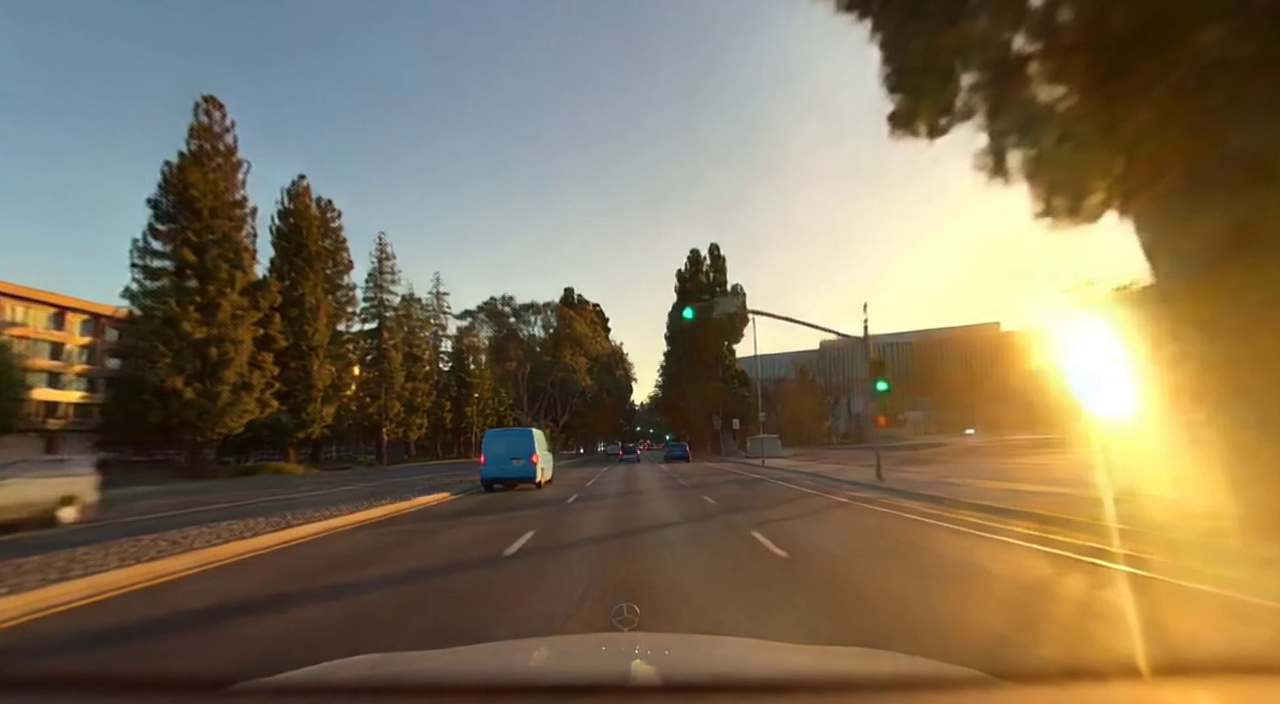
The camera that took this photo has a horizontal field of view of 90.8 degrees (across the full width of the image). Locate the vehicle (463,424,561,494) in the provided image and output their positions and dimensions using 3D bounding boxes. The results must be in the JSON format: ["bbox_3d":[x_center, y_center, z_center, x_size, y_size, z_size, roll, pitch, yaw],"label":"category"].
[{"bbox_3d":[-3.771,3.265,19.580,2.075,1.863,4.744,0,-9,-1],"label":"vehicle"}]

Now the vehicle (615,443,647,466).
[{"bbox_3d":[-0.647,6.977,43.037,2.039,1.455,3.826,0,-9,-2],"label":"vehicle"}]

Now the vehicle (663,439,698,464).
[{"bbox_3d":[2.949,7.393,47.149,2.181,1.781,4.257,0,-9,-2],"label":"vehicle"}]
